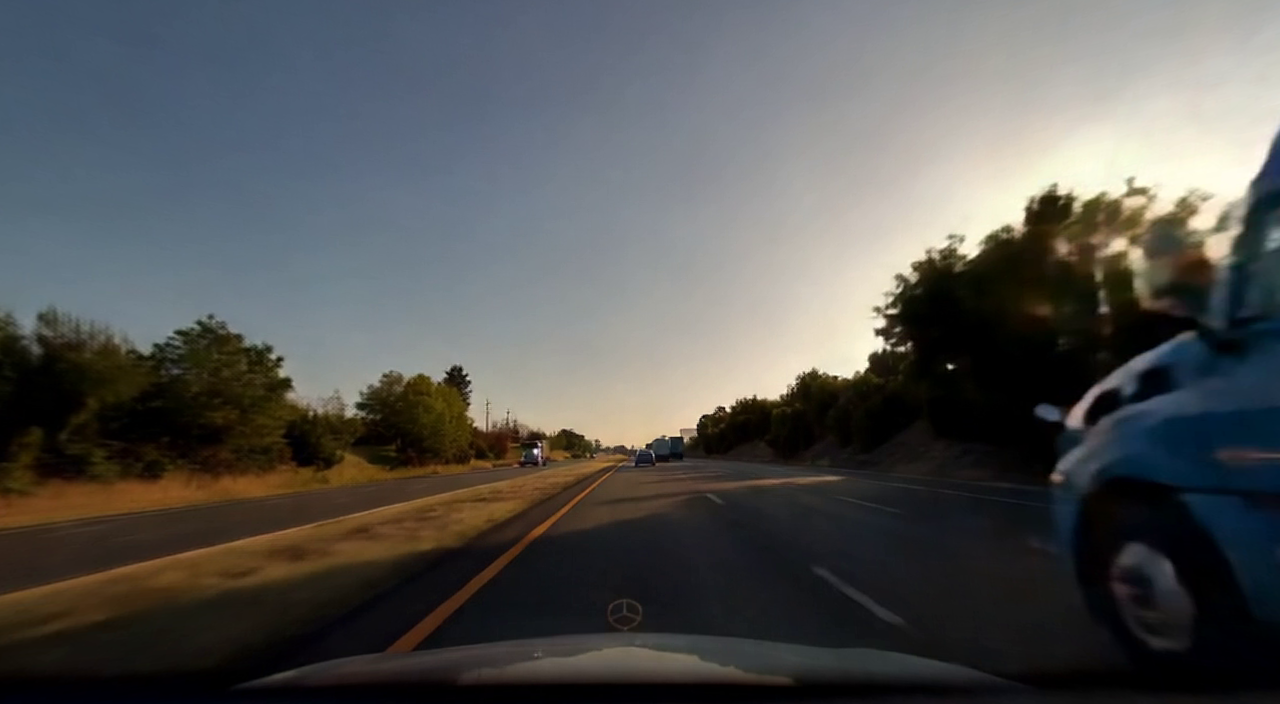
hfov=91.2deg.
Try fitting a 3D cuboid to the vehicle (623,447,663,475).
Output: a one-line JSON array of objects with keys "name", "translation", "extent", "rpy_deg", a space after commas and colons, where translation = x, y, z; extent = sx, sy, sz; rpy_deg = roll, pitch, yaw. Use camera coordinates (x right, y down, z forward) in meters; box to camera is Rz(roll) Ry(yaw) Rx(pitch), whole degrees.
[{"name": "vehicle", "translation": [0.161, 6.044, 34.908], "extent": [2.083, 1.473, 3.923], "rpy_deg": [0, -9, 0]}]
